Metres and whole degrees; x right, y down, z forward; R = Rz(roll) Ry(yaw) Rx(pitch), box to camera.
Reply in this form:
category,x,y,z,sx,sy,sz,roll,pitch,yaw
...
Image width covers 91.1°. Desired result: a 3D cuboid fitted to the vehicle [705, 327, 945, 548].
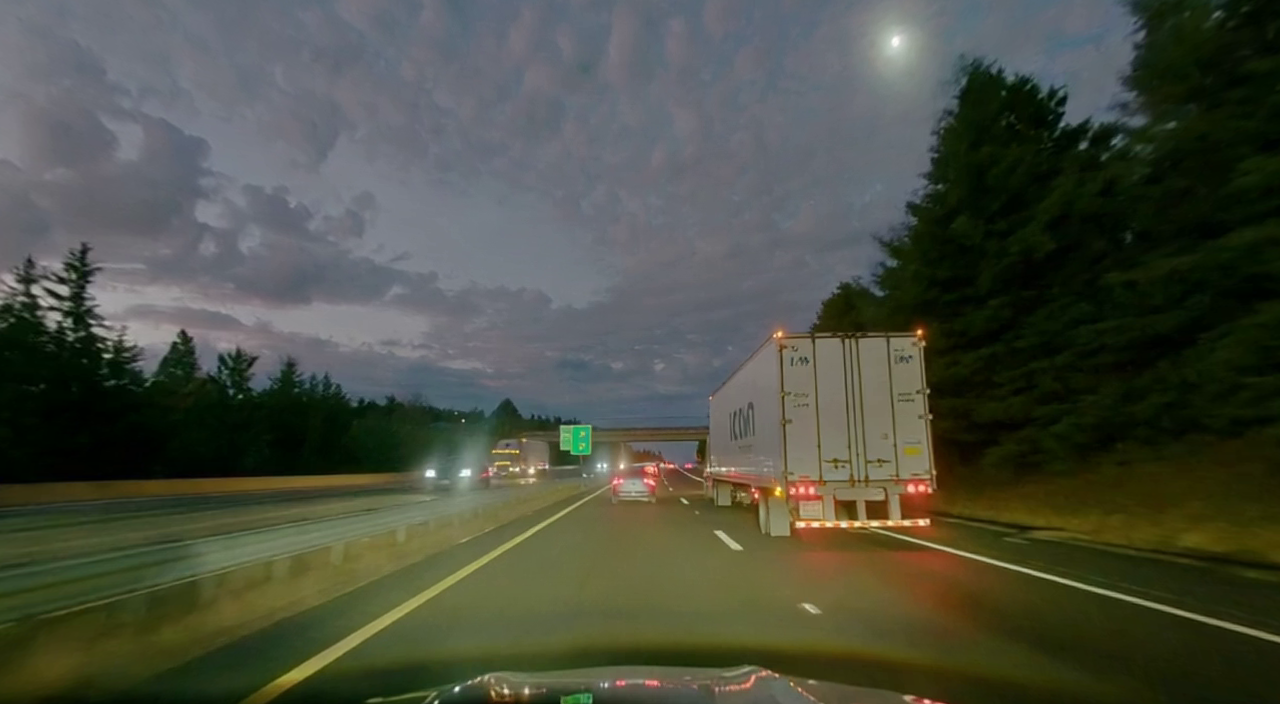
category,x,y,z,sx,sy,sz,roll,pitch,yaw
vehicle,4.319,3.096,20.255,2.964,4.188,16.587,1,-11,1

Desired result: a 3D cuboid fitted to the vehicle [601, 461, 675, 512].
category,x,y,z,sx,sy,sz,roll,pitch,yaw
vehicle,-0.059,4.292,20.278,2.156,1.444,3.762,1,-10,0

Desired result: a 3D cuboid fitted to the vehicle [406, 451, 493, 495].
category,x,y,z,sx,sy,sz,roll,pitch,yaw
vehicle,-8.926,5.768,30.039,2.162,1.857,5.332,0,-11,3
